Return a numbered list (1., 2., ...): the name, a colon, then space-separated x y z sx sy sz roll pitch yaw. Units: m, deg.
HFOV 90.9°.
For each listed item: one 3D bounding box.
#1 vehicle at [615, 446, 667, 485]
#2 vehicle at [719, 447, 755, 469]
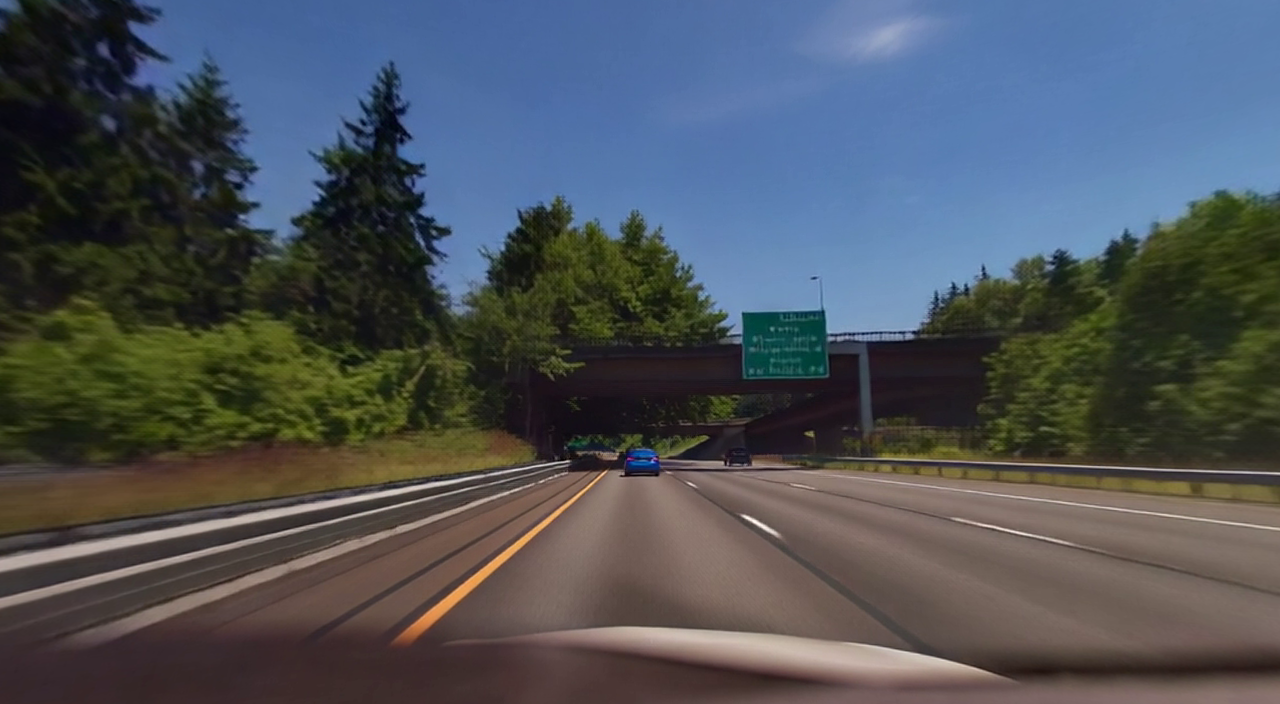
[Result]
1. vehicle: 0.004 4.853 27.256 2.069 1.523 4.012 0 -9 -1
2. vehicle: 7.331 8.051 48.082 2.006 1.639 4.087 0 -9 -1
